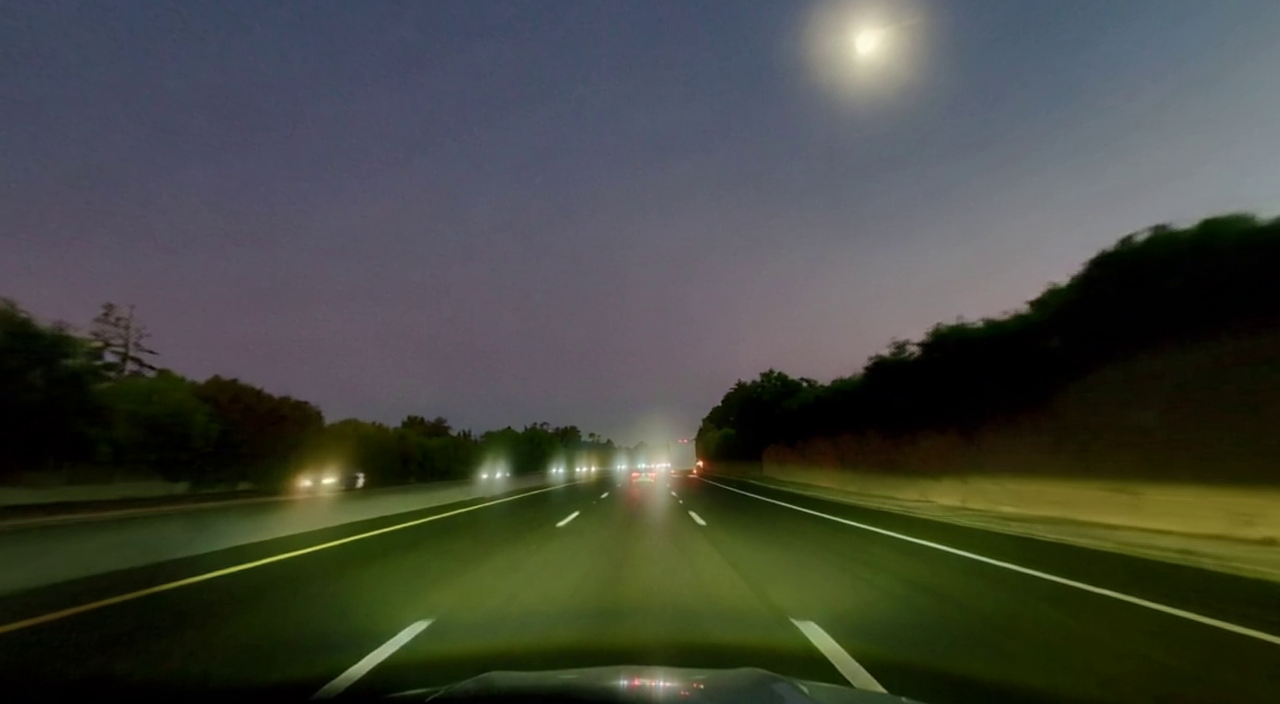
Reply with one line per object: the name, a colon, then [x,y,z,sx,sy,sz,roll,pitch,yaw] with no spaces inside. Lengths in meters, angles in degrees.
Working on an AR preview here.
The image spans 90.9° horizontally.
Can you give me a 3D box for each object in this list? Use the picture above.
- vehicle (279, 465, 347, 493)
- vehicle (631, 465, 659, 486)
vehicle: [-18.825,7.303,36.464,1.851,1.518,3.629,0,-10,1]
vehicle: [0.360,9.238,47.193,2.015,1.478,3.920,0,-10,0]
